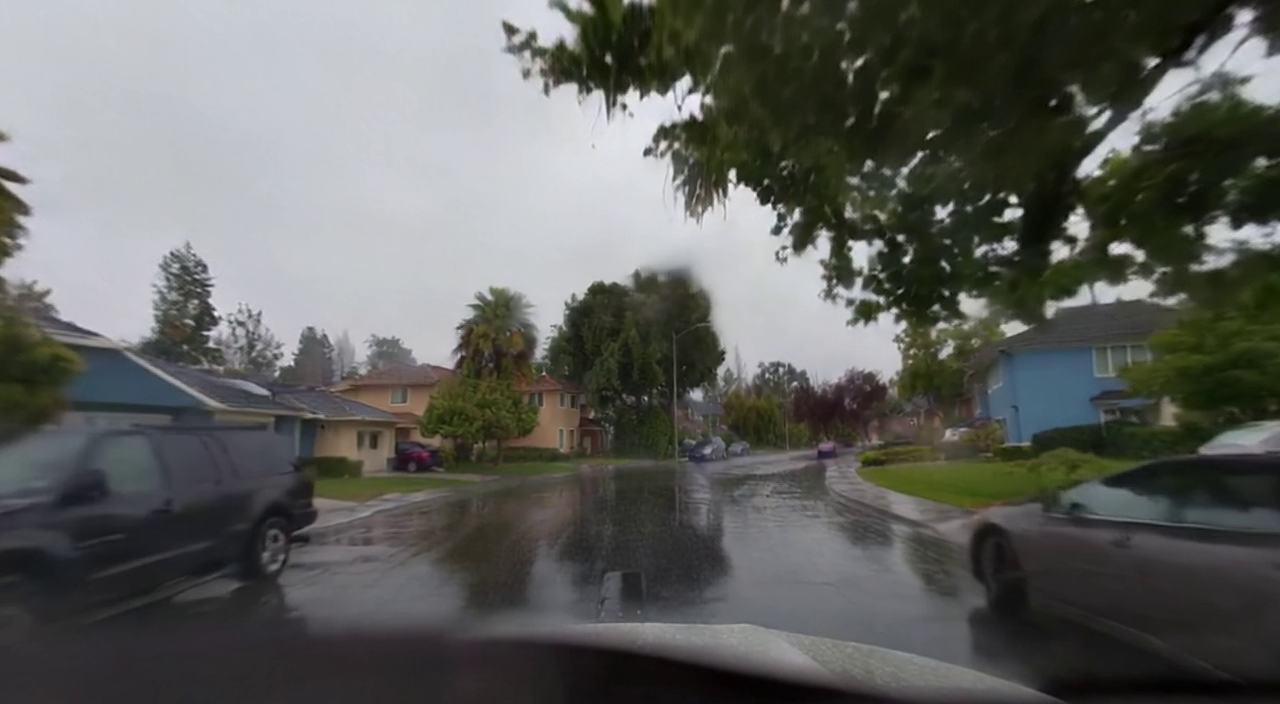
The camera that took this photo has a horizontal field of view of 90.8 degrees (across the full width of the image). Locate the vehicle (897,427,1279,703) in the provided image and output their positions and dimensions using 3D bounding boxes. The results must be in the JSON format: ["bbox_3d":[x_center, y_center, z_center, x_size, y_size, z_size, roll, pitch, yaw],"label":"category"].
[{"bbox_3d":[3.651,1.196,3.730,2.071,1.463,4.876,0,-8,-2],"label":"vehicle"}]

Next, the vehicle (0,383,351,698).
[{"bbox_3d":[-4.926,1.368,5.440,2.409,1.815,5.093,0,-9,0],"label":"vehicle"}]
